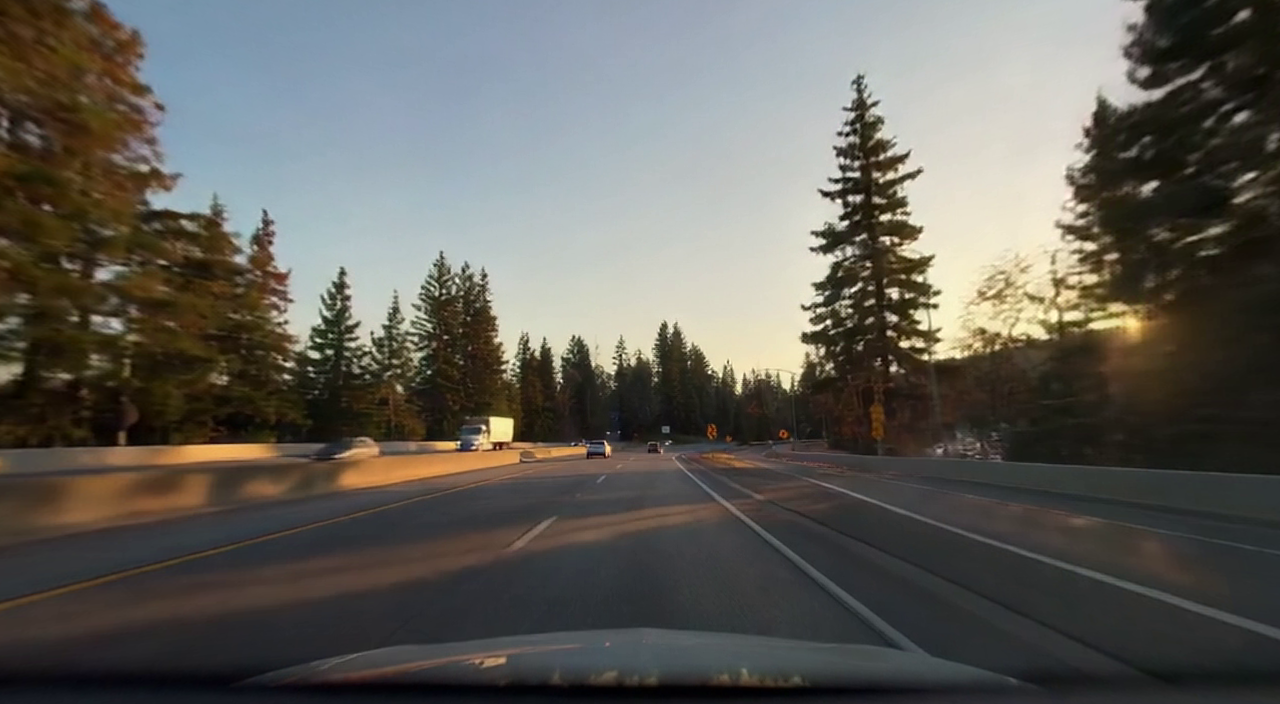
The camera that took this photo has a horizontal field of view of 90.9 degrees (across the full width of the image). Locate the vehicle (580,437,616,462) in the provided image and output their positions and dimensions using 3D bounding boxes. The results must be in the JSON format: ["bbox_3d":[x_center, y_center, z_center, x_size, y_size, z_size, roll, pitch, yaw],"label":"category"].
[{"bbox_3d":[-3.007,7.084,46.009,2.129,1.742,4.217,-1,-8,3],"label":"vehicle"}]

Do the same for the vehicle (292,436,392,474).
[{"bbox_3d":[-13.095,4.556,28.069,2.059,1.527,4.706,0,-8,1],"label":"vehicle"}]
